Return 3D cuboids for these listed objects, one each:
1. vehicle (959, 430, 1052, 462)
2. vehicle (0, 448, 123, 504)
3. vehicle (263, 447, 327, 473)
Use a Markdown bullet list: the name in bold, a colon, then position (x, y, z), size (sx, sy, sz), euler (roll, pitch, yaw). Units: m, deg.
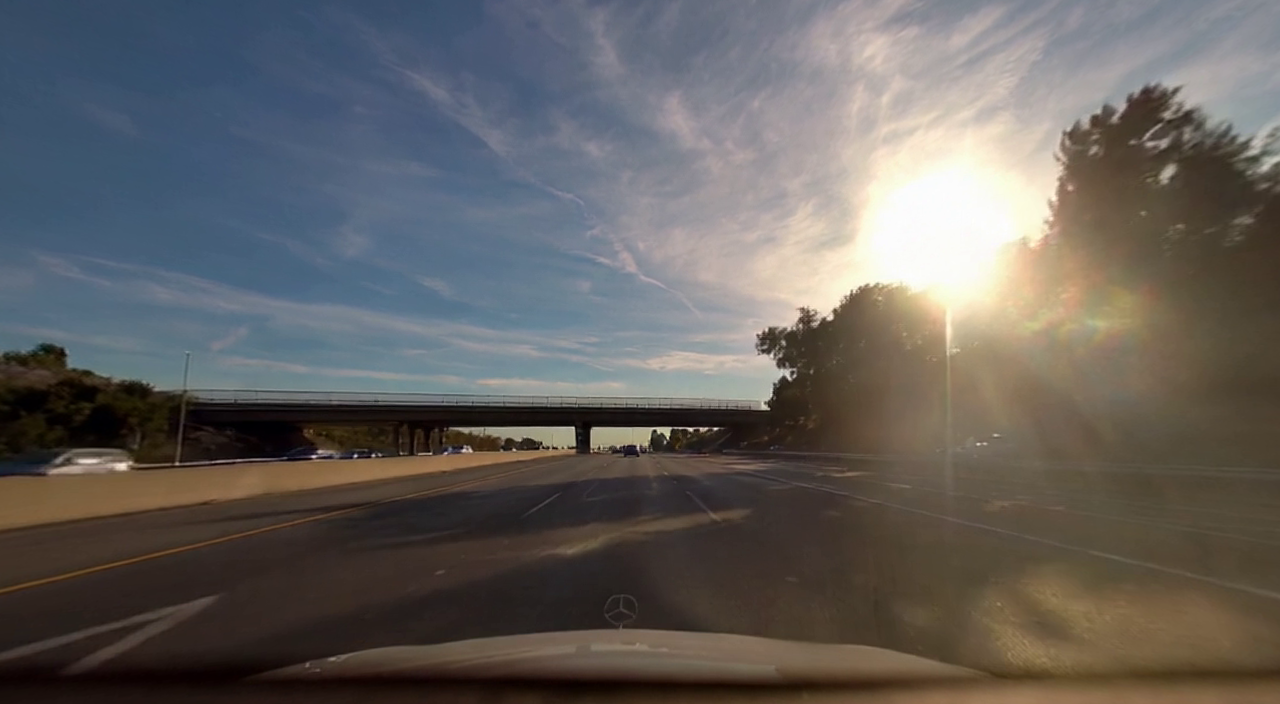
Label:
- **vehicle**: position (18.566, 4.825, 32.380), size (1.916, 1.508, 4.485), euler (0, -9, -2)
- **vehicle**: position (-18.389, 3.647, 18.952), size (1.871, 1.497, 4.589), euler (0, -9, -1)
- **vehicle**: position (-22.018, 6.849, 40.486), size (1.825, 1.556, 4.203), euler (0, -9, -1)
